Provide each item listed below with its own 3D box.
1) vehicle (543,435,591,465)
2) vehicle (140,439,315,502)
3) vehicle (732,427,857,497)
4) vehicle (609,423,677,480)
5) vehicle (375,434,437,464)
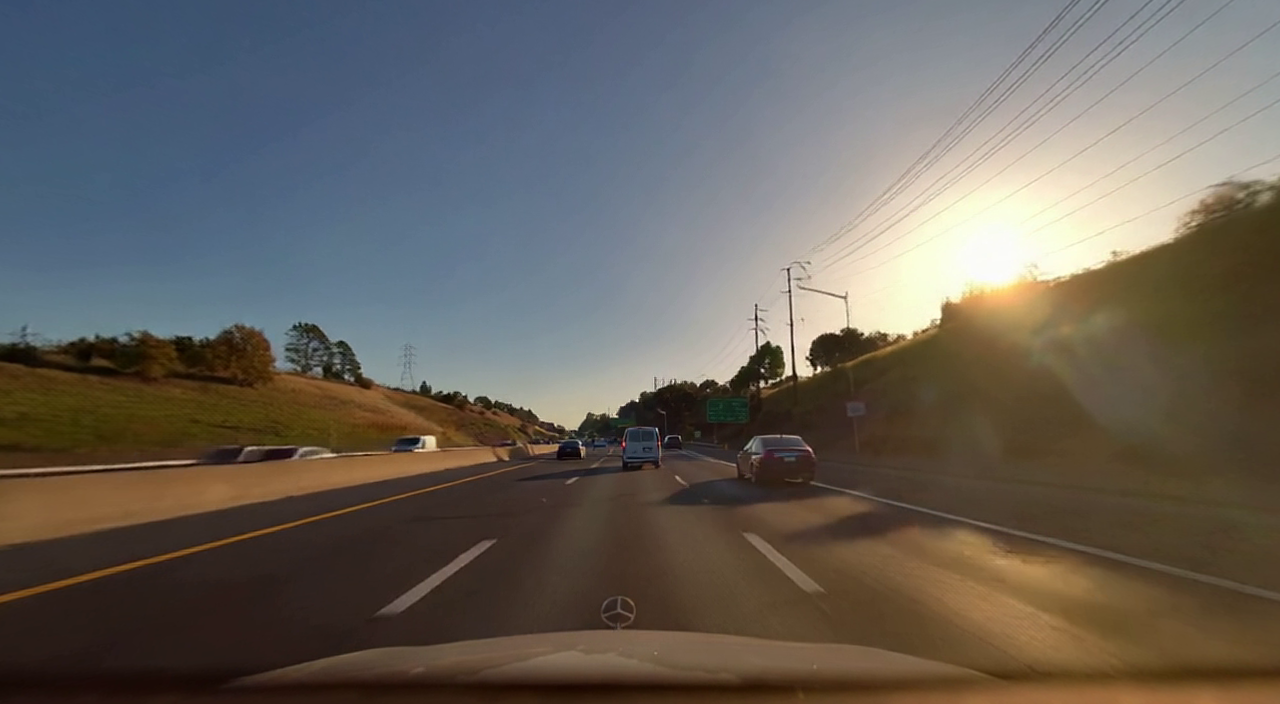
[{"bbox_3d":[-3.862,5.253,34.140,2.093,1.517,4.648,0,-7,-1],"label":"vehicle"},{"bbox_3d":[-11.422,3.258,17.924,2.060,1.512,4.395,0,-7,-1],"label":"vehicle"},{"bbox_3d":[3.845,2.787,16.640,1.923,1.562,4.691,0,-7,-2],"label":"vehicle"},{"bbox_3d":[0.044,3.467,22.363,2.159,1.811,4.238,0,-7,-1],"label":"vehicle"},{"bbox_3d":[-15.925,6.613,43.316,2.338,1.946,5.183,0,-7,-1],"label":"vehicle"}]
